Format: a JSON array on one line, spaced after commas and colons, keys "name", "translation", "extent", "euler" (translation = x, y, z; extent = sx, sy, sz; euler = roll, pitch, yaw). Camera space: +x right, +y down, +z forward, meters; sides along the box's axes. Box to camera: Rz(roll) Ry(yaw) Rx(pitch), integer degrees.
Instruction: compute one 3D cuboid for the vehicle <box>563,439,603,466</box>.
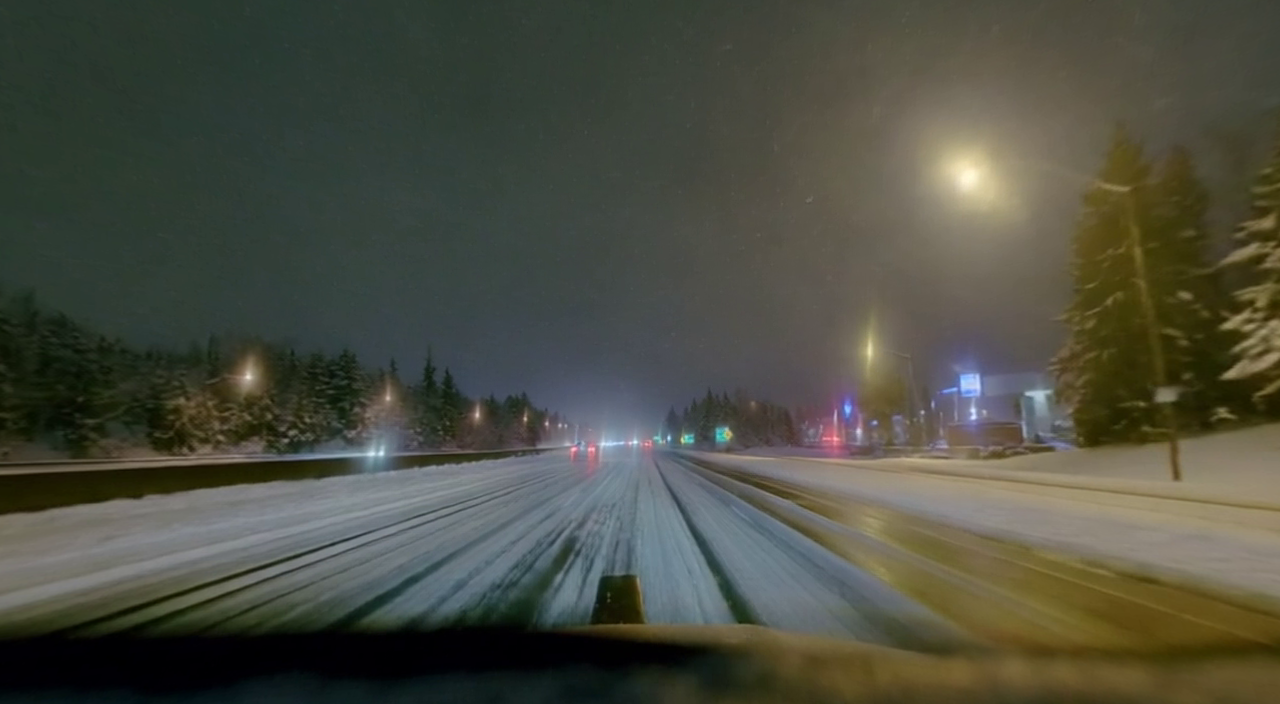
[{"name": "vehicle", "translation": [-3.459, 6.168, 38.798], "extent": [2.015, 1.557, 4.229], "euler": [0, -9, 1]}]
